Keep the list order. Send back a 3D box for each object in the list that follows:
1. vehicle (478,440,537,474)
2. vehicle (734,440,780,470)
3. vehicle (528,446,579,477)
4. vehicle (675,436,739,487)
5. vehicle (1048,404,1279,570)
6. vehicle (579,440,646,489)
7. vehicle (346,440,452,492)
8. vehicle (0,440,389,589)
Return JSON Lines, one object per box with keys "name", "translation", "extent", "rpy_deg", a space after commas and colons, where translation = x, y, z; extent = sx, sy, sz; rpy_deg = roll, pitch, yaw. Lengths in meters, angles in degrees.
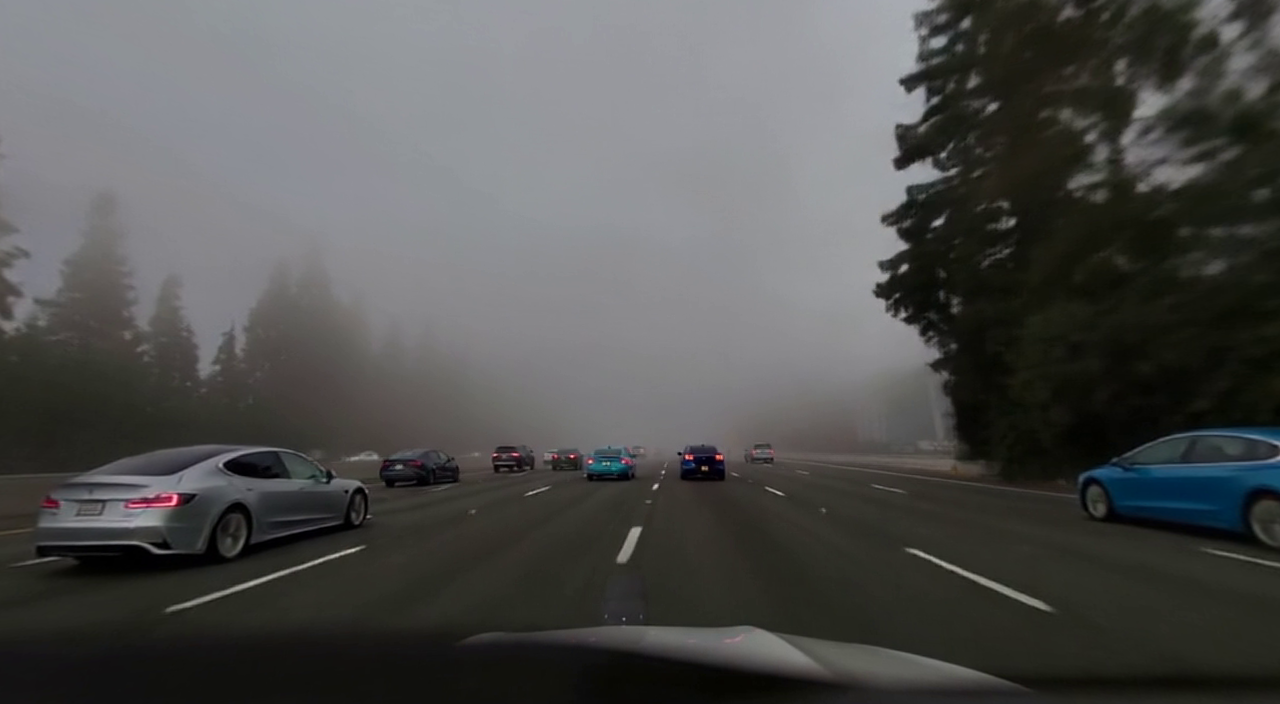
{"name": "vehicle", "translation": [-7.903, 6.285, 38.081], "extent": [2.187, 1.851, 5.085], "rpy_deg": [-1, -8, 3]}
{"name": "vehicle", "translation": [7.393, 6.525, 40.246], "extent": [2.071, 1.754, 4.484], "rpy_deg": [-1, -8, 1]}
{"name": "vehicle", "translation": [-4.436, 5.683, 33.011], "extent": [1.886, 1.455, 4.148], "rpy_deg": [-1, -8, 3]}
{"name": "vehicle", "translation": [2.428, 4.105, 23.969], "extent": [2.114, 1.715, 4.136], "rpy_deg": [-1, -8, 2]}
{"name": "vehicle", "translation": [7.721, 1.595, 7.853], "extent": [1.960, 1.726, 5.016], "rpy_deg": [-1, -8, 1]}
{"name": "vehicle", "translation": [-0.915, 4.113, 23.520], "extent": [2.102, 1.624, 4.257], "rpy_deg": [-1, -8, 3]}
{"name": "vehicle", "translation": [-8.725, 4.137, 23.309], "extent": [1.947, 1.683, 4.331], "rpy_deg": [-1, -8, 4]}
{"name": "vehicle", "translation": [-5.620, 1.986, 8.756], "extent": [2.116, 1.473, 4.644], "rpy_deg": [-1, -8, 3]}
